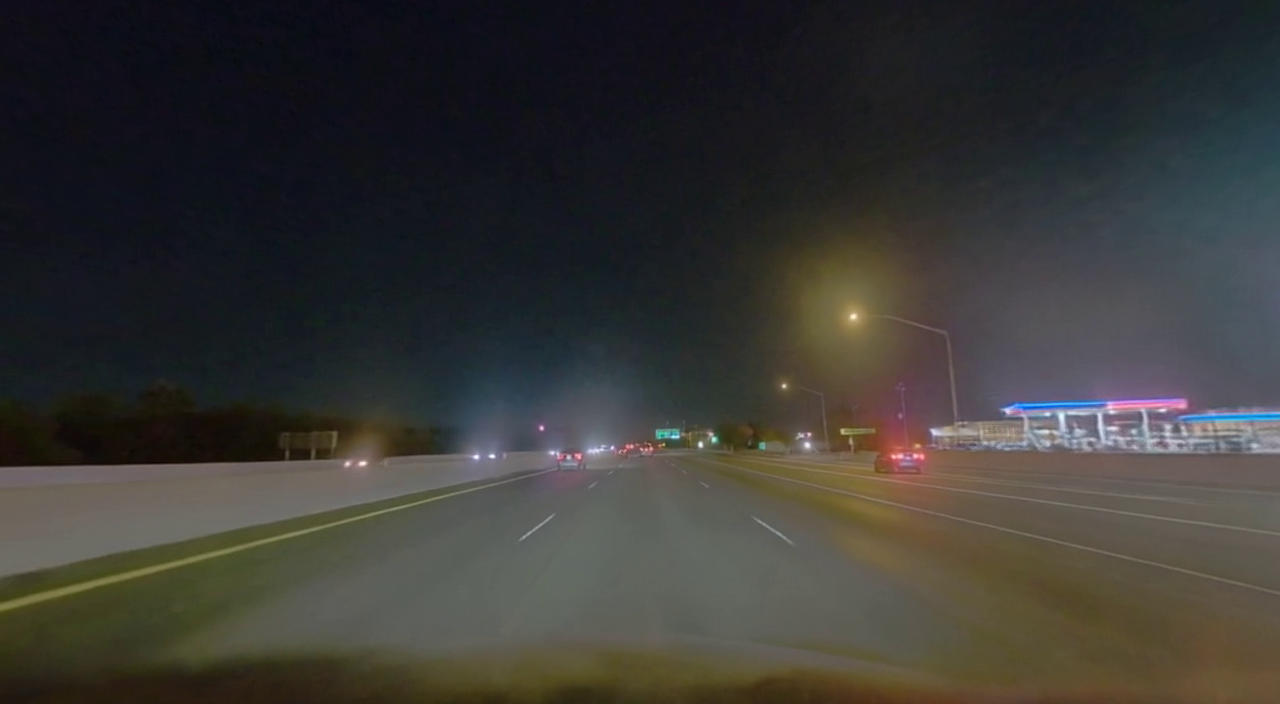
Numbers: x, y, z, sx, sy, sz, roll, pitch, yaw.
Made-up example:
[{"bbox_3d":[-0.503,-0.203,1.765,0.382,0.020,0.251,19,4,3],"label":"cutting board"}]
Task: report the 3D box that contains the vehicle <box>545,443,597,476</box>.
[{"bbox_3d":[-3.402,5.394,31.893,2.114,1.510,4.186,-1,-9,1],"label":"vehicle"}]
